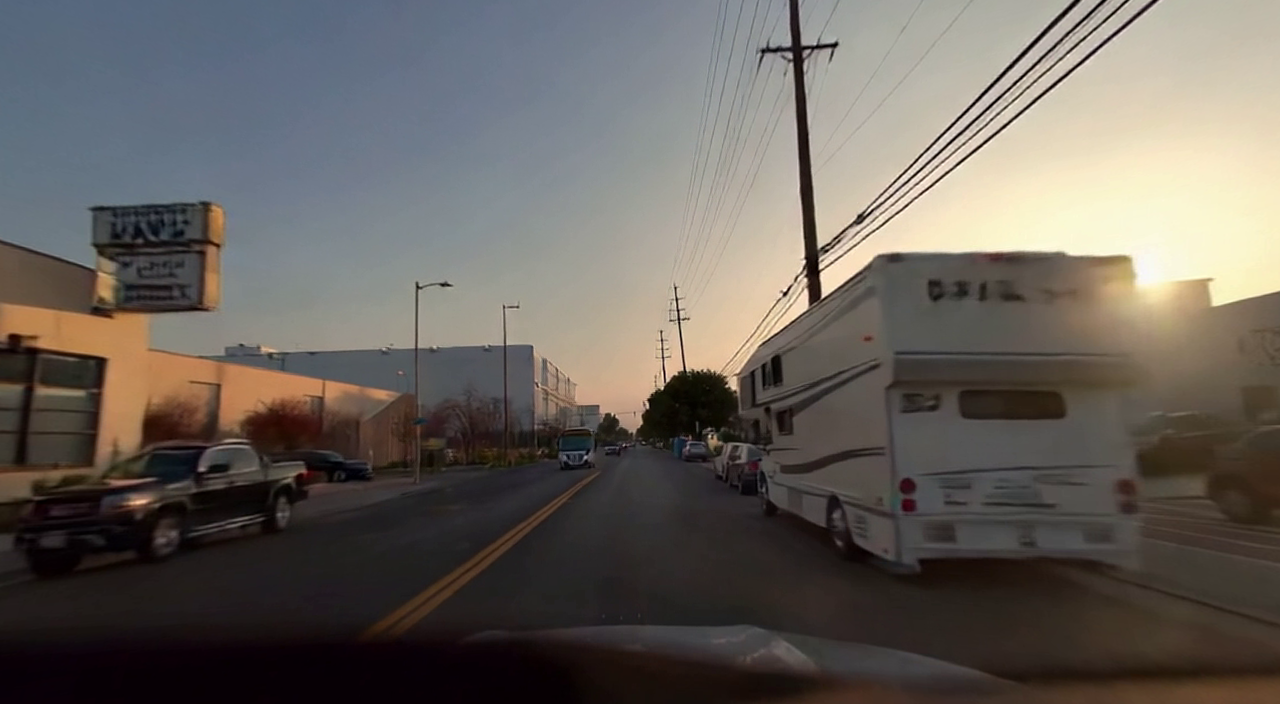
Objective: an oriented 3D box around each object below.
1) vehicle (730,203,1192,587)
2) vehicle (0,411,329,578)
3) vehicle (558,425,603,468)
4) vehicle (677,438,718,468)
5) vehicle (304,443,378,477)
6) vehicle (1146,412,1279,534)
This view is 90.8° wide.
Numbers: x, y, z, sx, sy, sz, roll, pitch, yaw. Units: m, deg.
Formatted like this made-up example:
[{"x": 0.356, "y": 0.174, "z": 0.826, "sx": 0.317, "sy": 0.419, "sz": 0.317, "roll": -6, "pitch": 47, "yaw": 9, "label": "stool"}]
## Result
[{"x": 3.836, "y": 1.055, "z": 10.497, "sx": 3.029, "sy": 3.860, "sz": 7.726, "roll": -5, "pitch": -11, "yaw": -2, "label": "vehicle"}, {"x": -7.872, "y": 2.319, "z": 11.096, "sx": 2.177, "sy": 2.075, "sz": 5.427, "roll": -4, "pitch": -9, "yaw": -1, "label": "vehicle"}, {"x": -3.734, "y": 6.120, "z": 40.992, "sx": 2.280, "sy": 2.522, "sz": 6.402, "roll": 0, "pitch": -9, "yaw": 0, "label": "vehicle"}, {"x": 3.806, "y": 6.763, "z": 42.414, "sx": 2.112, "sy": 1.848, "sz": 4.913, "roll": 0, "pitch": -9, "yaw": -2, "label": "vehicle"}, {"x": -15.241, "y": 5.507, "z": 32.413, "sx": 1.925, "sy": 1.592, "sz": 3.814, "roll": 0, "pitch": -9, "yaw": -1, "label": "vehicle"}, {"x": 9.839, "y": 1.652, "z": 8.743, "sx": 2.039, "sy": 1.662, "sz": 4.304, "roll": -2, "pitch": -9, "yaw": 0, "label": "vehicle"}]
